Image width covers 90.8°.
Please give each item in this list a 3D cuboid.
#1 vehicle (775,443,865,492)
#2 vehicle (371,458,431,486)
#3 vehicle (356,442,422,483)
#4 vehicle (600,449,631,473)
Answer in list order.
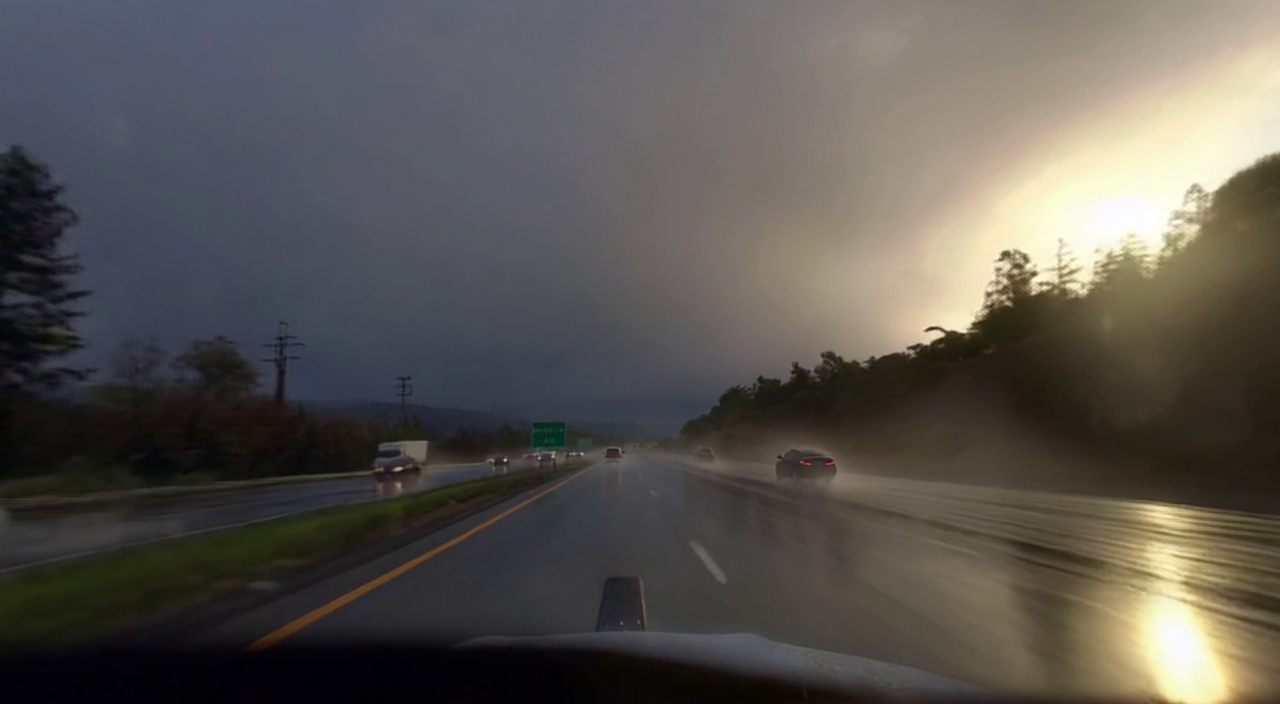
[{"bbox_3d":[6.239,4.034,22.387,1.903,1.566,3.866,0,-9,-3],"label":"vehicle"},{"bbox_3d":[-13.940,7.011,37.037,1.897,1.488,4.214,0,-9,-1],"label":"vehicle"},{"bbox_3d":[-17.615,7.777,44.619,2.368,2.652,5.789,0,-9,-1],"label":"vehicle"},{"bbox_3d":[-1.632,7.388,42.900,2.021,1.507,4.272,0,-9,-1],"label":"vehicle"}]
